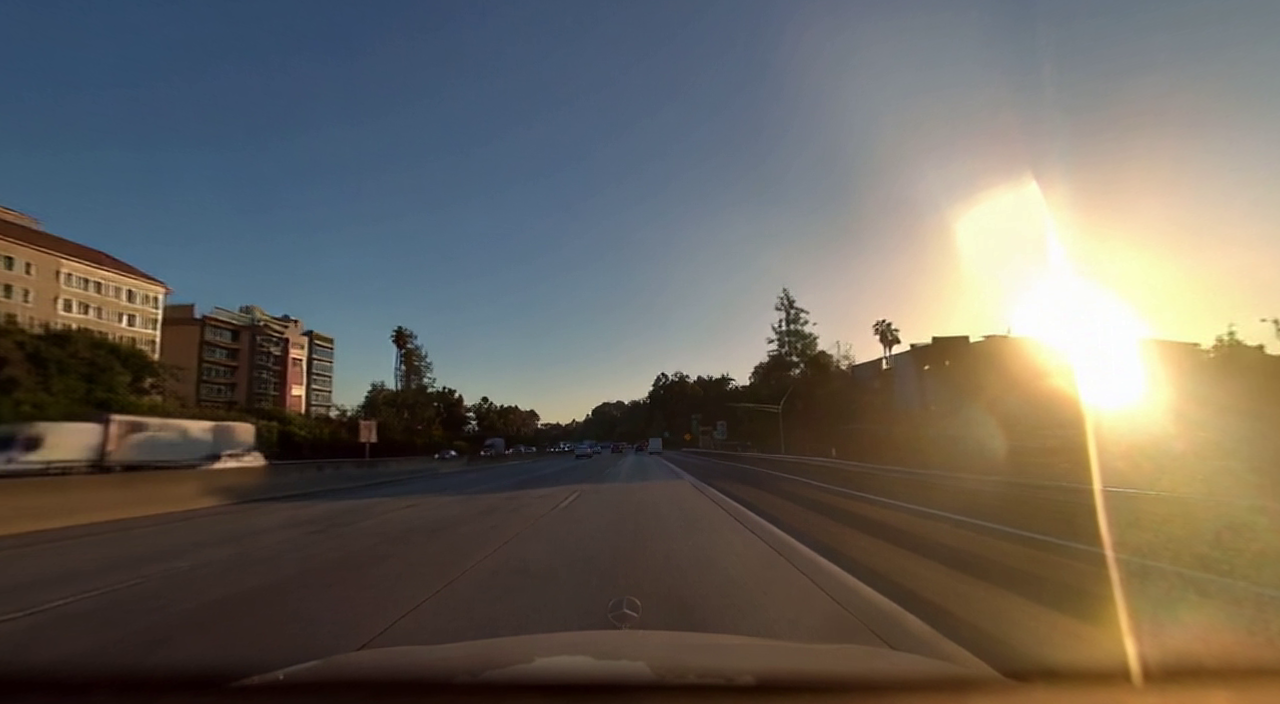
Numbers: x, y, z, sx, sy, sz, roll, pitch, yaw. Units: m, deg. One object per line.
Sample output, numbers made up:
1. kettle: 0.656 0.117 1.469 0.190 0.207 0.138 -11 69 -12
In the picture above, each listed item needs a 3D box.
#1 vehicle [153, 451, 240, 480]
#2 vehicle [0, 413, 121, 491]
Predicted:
1. vehicle: -26.757 6.833 38.089 1.846 1.550 4.666 -1 -8 1
2. vehicle: -34.584 5.640 35.717 3.043 3.987 7.889 0 -8 1
